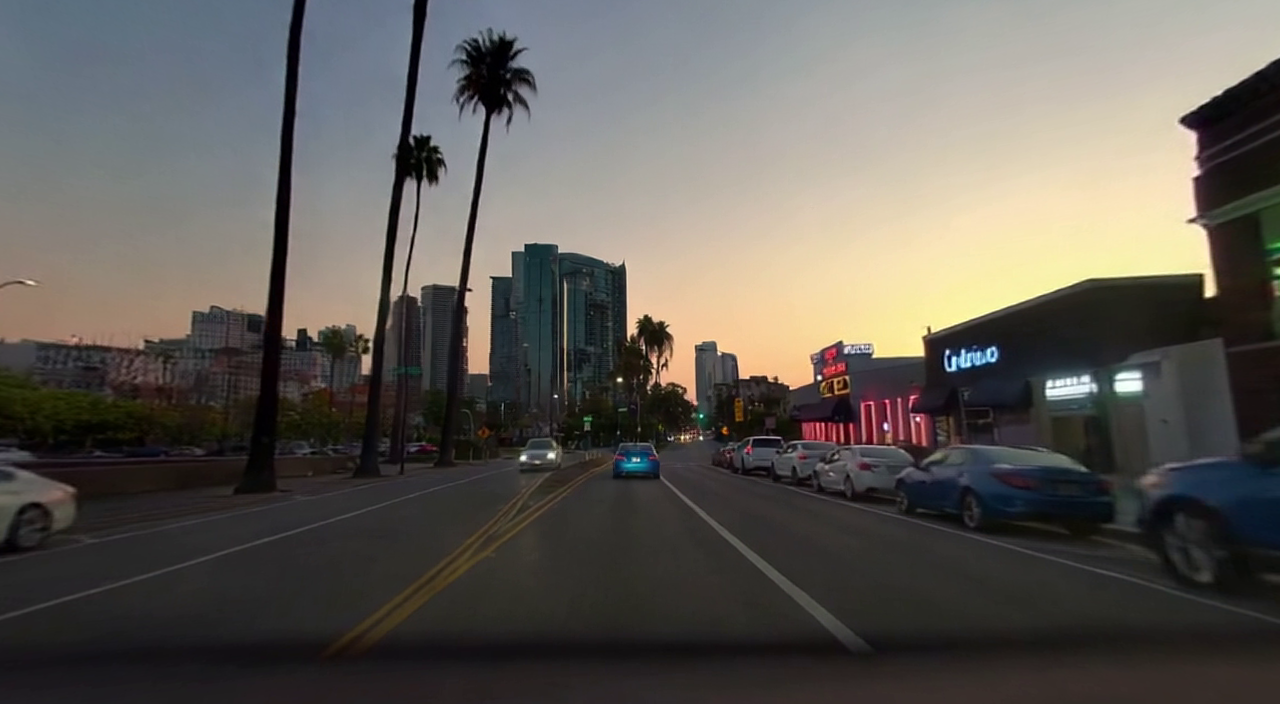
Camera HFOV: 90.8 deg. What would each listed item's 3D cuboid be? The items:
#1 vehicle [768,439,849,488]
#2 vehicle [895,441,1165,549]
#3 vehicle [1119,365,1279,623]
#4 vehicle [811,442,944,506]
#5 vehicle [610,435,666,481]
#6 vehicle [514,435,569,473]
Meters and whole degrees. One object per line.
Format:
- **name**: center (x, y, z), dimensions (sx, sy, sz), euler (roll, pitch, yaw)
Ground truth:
- **vehicle**: center (6.044, 4.029, 23.127), dimensions (1.747, 1.619, 4.157), euler (0, -9, -1)
- **vehicle**: center (6.340, 2.324, 11.052), dimensions (1.810, 1.472, 4.422), euler (0, -8, -1)
- **vehicle**: center (6.340, 0.955, 3.800), dimensions (2.257, 2.074, 5.857), euler (0, -9, 0)
- **vehicle**: center (6.214, 3.218, 17.164), dimensions (1.885, 1.506, 4.302), euler (0, -9, -1)
- **vehicle**: center (-0.100, 4.277, 25.725), dimensions (2.063, 1.664, 4.471), euler (0, -8, -1)
- **vehicle**: center (-5.028, 5.278, 32.868), dimensions (2.188, 1.797, 4.358), euler (0, -9, 0)
